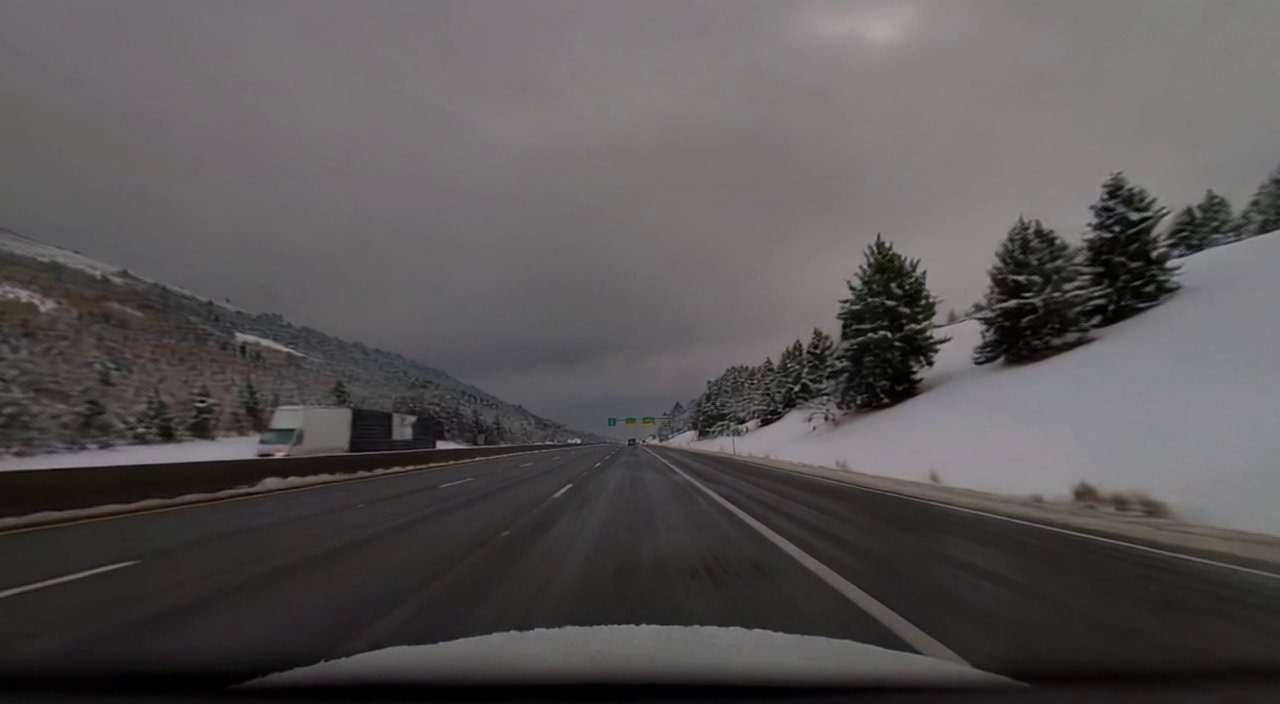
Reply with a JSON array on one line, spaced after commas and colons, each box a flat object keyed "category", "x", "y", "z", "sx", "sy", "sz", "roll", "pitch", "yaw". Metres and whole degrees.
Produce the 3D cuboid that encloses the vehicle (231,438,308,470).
[{"category": "vehicle", "x": -23.556, "y": 6.490, "z": 40.248, "sx": 2.028, "sy": 1.893, "sz": 4.760, "roll": 0, "pitch": -8, "yaw": -1}]
